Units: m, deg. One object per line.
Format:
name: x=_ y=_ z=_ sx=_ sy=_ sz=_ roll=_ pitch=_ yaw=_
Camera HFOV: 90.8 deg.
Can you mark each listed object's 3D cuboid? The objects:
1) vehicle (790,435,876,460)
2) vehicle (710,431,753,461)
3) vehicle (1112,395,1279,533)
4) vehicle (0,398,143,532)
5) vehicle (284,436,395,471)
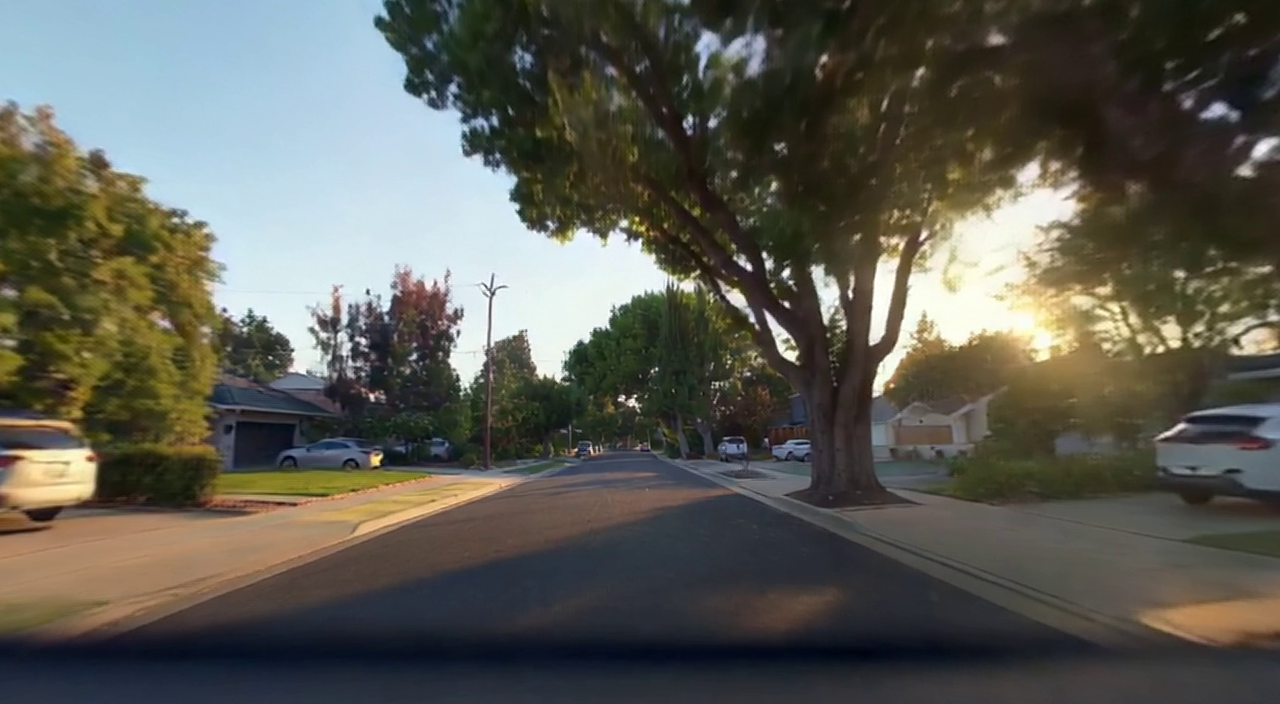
vehicle: x=11.916 y=5.916 z=39.158 sx=4.686 sy=1.466 sz=1.869 roll=0 pitch=-8 yaw=-1
vehicle: x=6.664 y=6.890 z=46.455 sx=2.233 sy=1.923 sz=4.848 roll=-3 pitch=-8 yaw=-2
vehicle: x=9.779 y=1.532 z=8.933 sx=4.582 sy=1.719 sz=1.947 roll=0 pitch=-8 yaw=0
vehicle: x=-11.846 y=1.794 z=10.275 sx=5.320 sy=1.905 sz=2.455 roll=0 pitch=-8 yaw=-2
vehicle: x=-13.810 y=4.694 z=29.264 sx=4.190 sy=1.529 sz=1.880 roll=0 pitch=-8 yaw=-4
